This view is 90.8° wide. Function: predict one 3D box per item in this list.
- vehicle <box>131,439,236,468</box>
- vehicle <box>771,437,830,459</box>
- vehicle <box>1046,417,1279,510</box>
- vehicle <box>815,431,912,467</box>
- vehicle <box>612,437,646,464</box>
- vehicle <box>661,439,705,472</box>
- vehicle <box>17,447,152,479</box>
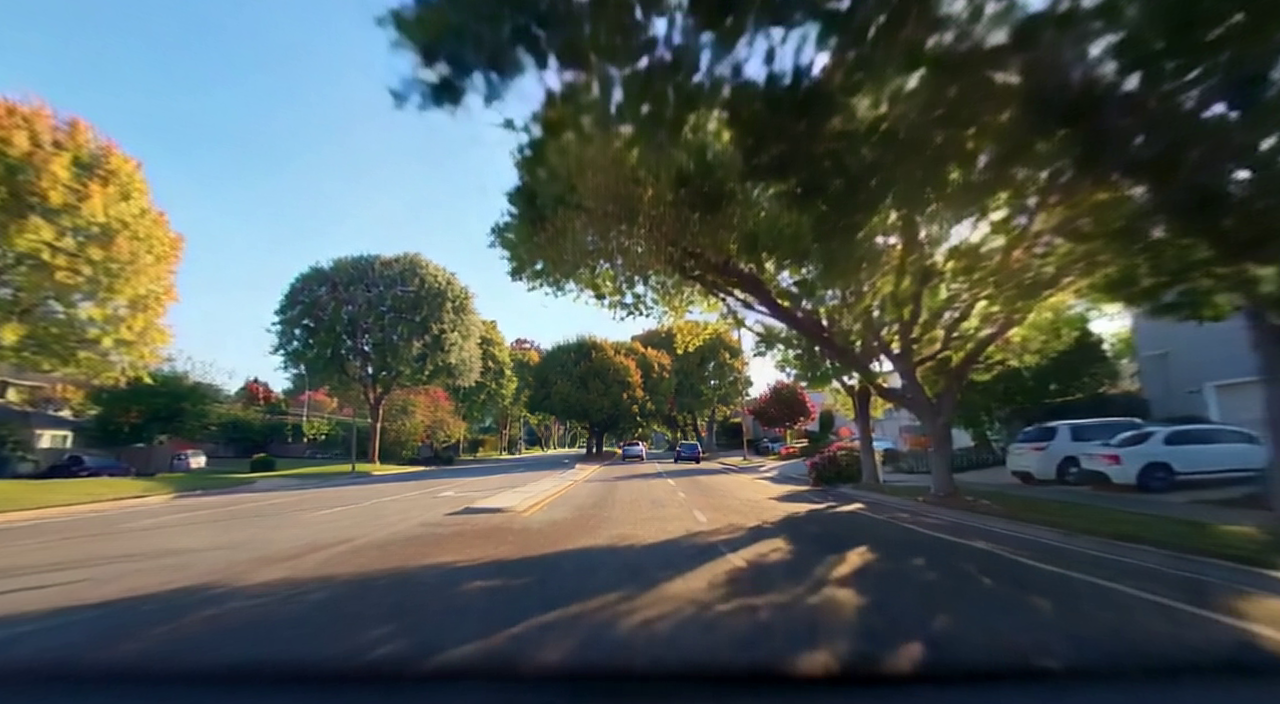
[{"bbox_3d":[-33.697,7.518,46.902,5.899,1.996,2.367,5,-9,-29],"label":"vehicle"},{"bbox_3d":[11.032,6.577,43.538,3.486,1.431,1.799,-7,-11,43],"label":"vehicle"},{"bbox_3d":[10.726,2.173,12.688,1.903,1.569,3.751,6,-10,-32],"label":"vehicle"},{"bbox_3d":[11.132,4.871,31.676,2.047,1.682,4.074,8,-12,-40],"label":"vehicle"},{"bbox_3d":[-0.838,7.430,47.935,2.488,1.881,4.814,0,-8,-1],"label":"vehicle"},{"bbox_3d":[2.196,5.417,33.273,2.003,1.614,4.072,0,-8,-1],"label":"vehicle"},{"bbox_3d":[-28.094,5.626,32.199,4.796,1.478,1.947,5,-10,-32],"label":"vehicle"}]
